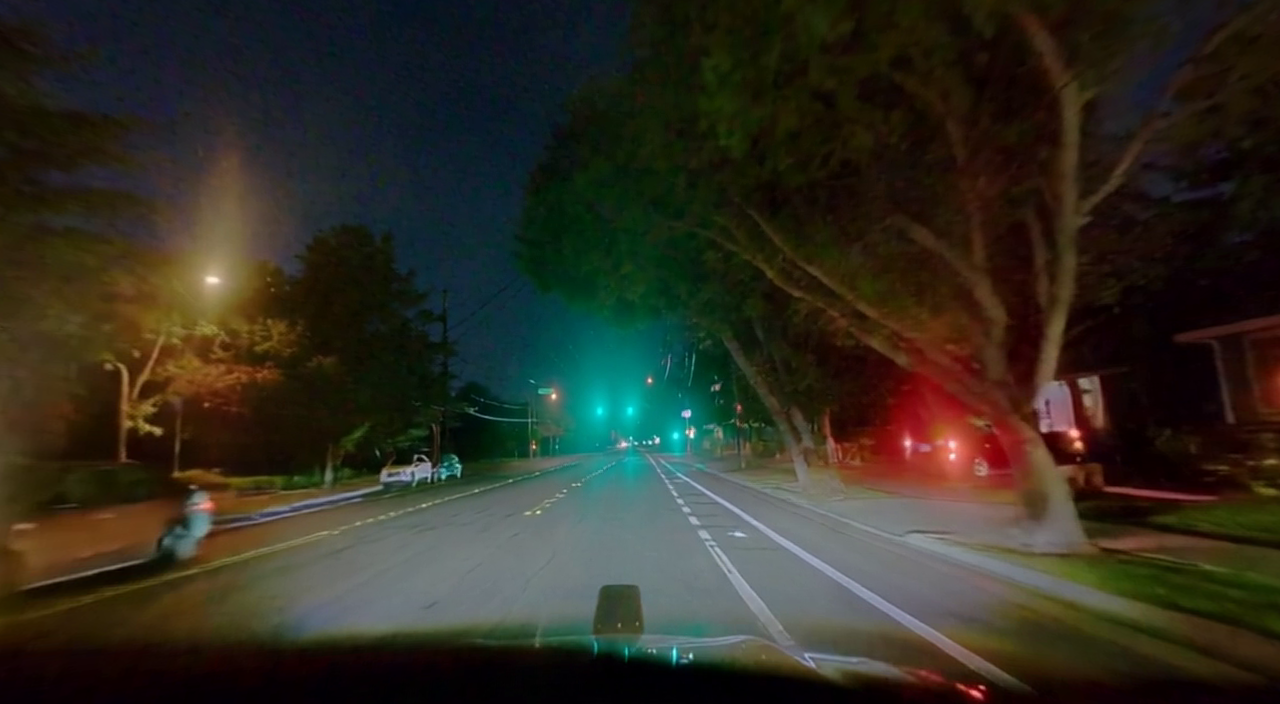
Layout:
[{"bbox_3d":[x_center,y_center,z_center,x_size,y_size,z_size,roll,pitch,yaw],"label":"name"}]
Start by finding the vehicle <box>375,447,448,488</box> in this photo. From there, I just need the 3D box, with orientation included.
[{"bbox_3d":[-12.238,6.167,34.245,2.041,1.788,5.116,-7,-8,-2],"label":"vehicle"}]

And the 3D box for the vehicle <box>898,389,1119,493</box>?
[{"bbox_3d":[9.368,2.133,15.974,5.565,2.036,1.907,-1,-7,-27],"label":"vehicle"}]

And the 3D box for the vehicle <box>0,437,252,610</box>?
[{"bbox_3d":[-7.129,1.916,7.399,2.142,1.611,4.890,-5,-8,0],"label":"vehicle"}]
